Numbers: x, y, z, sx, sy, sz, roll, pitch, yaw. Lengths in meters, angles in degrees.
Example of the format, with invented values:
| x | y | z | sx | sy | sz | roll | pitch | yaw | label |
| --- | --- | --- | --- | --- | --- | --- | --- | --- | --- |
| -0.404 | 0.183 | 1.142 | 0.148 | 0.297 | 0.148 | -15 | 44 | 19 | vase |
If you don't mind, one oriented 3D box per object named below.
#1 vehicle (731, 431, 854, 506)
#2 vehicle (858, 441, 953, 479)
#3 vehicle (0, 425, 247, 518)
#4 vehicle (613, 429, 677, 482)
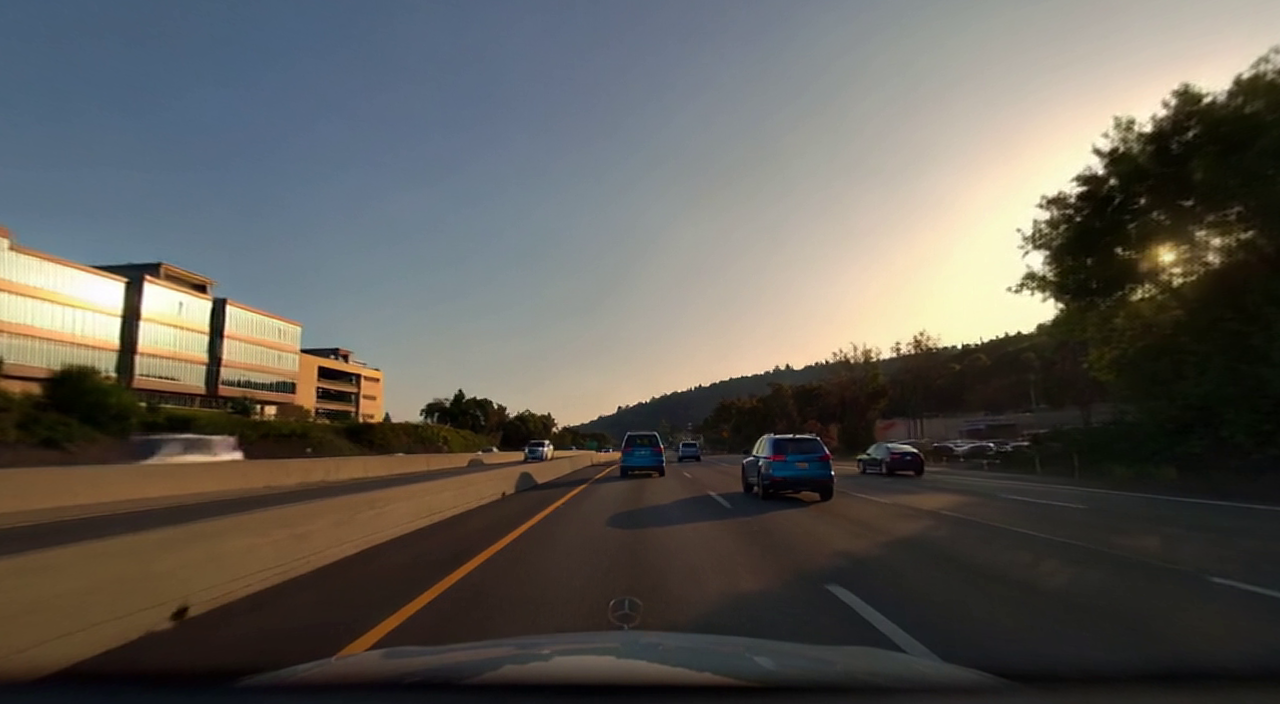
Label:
| x | y | z | sx | sy | sz | roll | pitch | yaw | label |
| --- | --- | --- | --- | --- | --- | --- | --- | --- | --- |
| 3.576 | 2.806 | 15.657 | 2.042 | 1.592 | 4.047 | 0 | -8 | 0 | vehicle |
| 10.969 | 4.481 | 26.483 | 2.027 | 1.446 | 4.470 | 0 | -8 | 0 | vehicle |
| -14.445 | 3.232 | 17.801 | 2.631 | 2.140 | 6.216 | 0 | -8 | 0 | vehicle |
| 0.201 | 4.064 | 25.026 | 2.290 | 1.862 | 4.454 | 0 | -8 | 0 | vehicle |
